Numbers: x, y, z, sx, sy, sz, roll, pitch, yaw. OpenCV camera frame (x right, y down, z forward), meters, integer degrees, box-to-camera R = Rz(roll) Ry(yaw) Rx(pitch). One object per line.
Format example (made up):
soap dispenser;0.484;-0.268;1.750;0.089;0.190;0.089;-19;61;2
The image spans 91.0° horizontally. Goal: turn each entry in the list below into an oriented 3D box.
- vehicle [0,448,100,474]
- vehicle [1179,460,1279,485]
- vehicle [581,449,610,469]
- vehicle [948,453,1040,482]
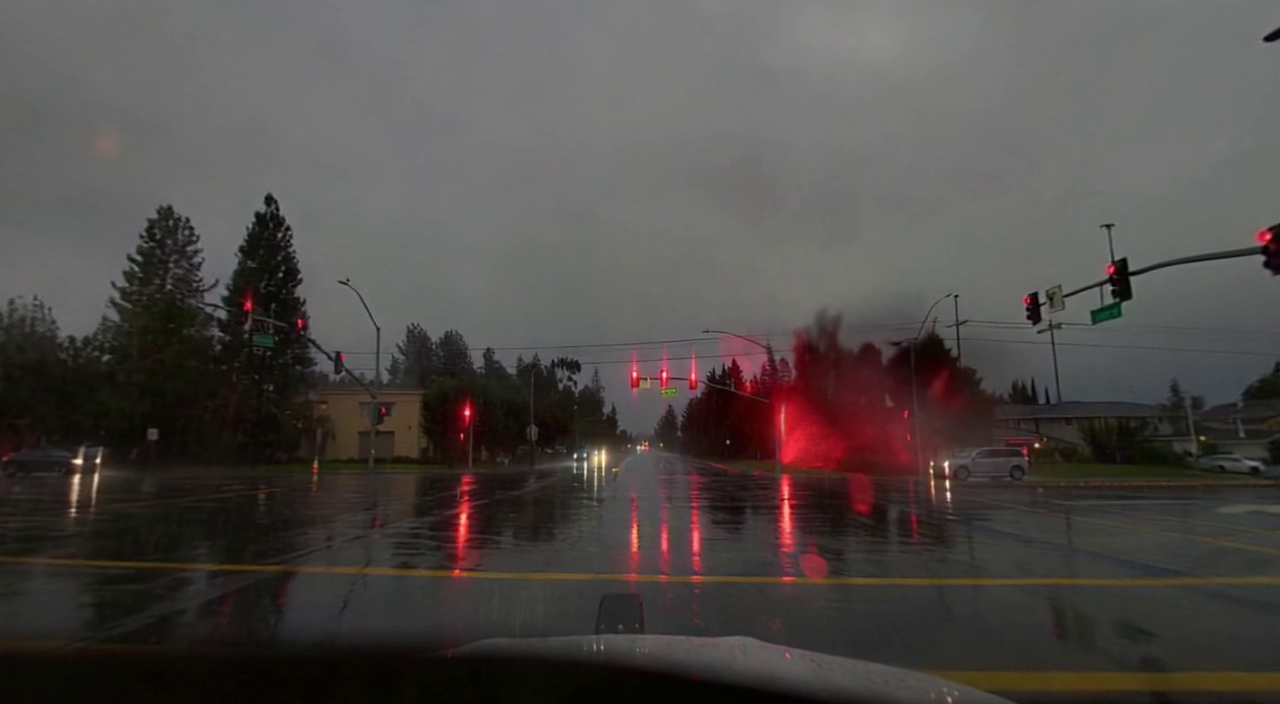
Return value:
vehicle;-35.147;6.415;37.181;4.741;1.447;1.807;0;-9;0
vehicle;36.201;7.314;38.305;4.976;1.428;1.929;0;-8;-2
vehicle;-3.459;8.354;49.205;1.908;1.441;4.142;0;-8;1
vehicle;21.088;6.877;37.592;4.447;1.623;1.801;0;-9;-3
